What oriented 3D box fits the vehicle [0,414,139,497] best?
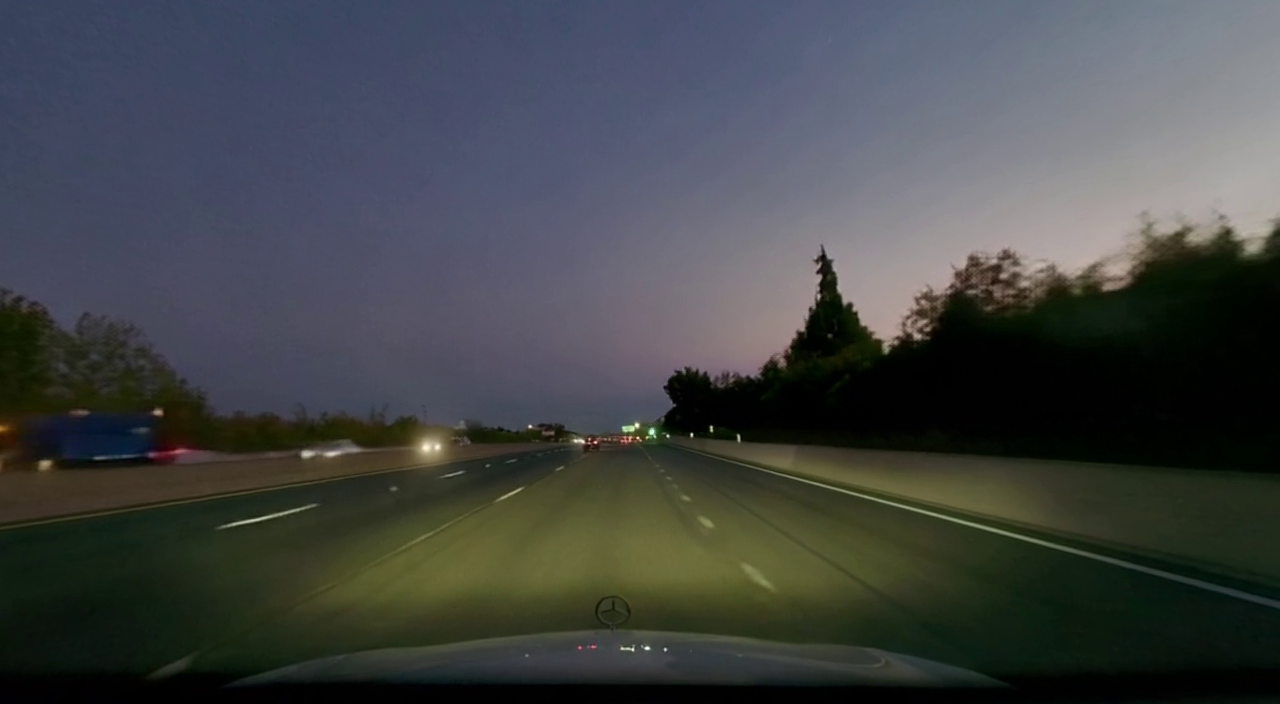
[{"bbox_3d":[-24.290,4.058,25.207,2.494,2.936,7.295,0,-8,-1],"label":"vehicle"}]

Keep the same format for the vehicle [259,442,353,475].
[{"bbox_3d":[-16.970,5.427,32.402,2.226,1.464,5.149,0,-7,-3],"label":"vehicle"}]

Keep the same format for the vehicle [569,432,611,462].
[{"bbox_3d":[-2.550,4.982,33.205,2.000,1.491,3.913,0,-8,-1],"label":"vehicle"}]
